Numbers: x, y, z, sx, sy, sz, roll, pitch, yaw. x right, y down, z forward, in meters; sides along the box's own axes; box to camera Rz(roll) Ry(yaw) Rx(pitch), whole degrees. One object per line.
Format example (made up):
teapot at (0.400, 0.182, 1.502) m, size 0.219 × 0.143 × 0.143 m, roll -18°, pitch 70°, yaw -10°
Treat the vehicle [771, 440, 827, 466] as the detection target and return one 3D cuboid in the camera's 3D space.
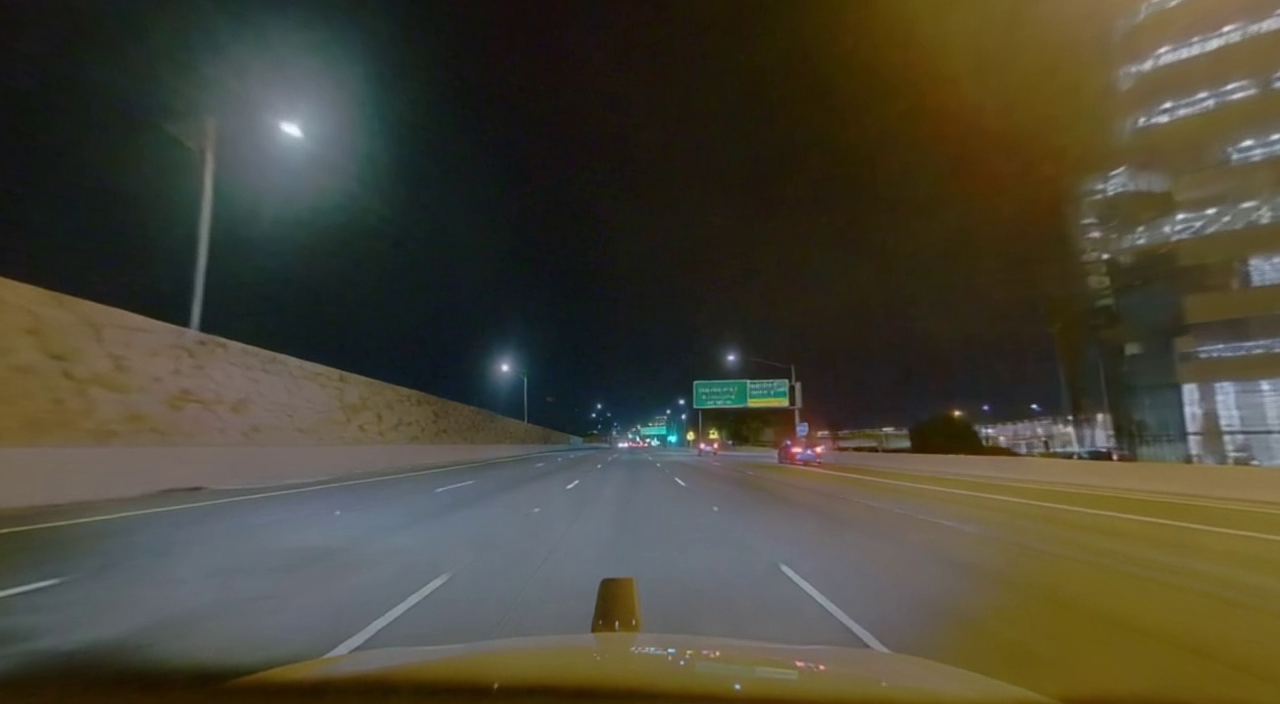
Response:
vehicle at (10.327, 6.596, 41.482) m, size 2.165 × 1.636 × 5.175 m, roll 0°, pitch -8°, yaw -2°
